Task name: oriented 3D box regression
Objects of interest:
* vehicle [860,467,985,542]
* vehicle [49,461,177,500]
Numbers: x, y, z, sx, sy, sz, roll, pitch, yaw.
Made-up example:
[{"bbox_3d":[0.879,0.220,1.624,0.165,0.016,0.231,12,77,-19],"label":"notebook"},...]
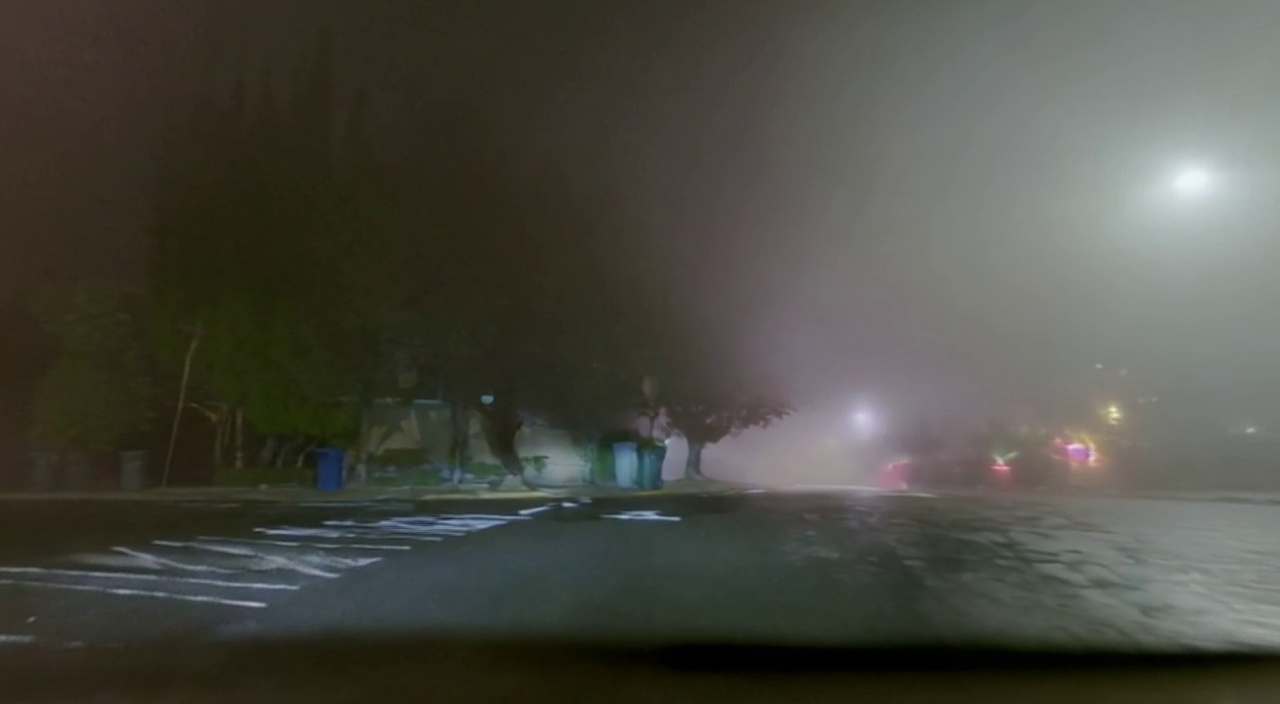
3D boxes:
[{"bbox_3d":[7.263,3.905,16.729,1.860,1.477,4.629,-2,-8,10],"label":"vehicle"},{"bbox_3d":[-25.652,6.357,30.927,2.019,1.697,4.310,-1,-13,11],"label":"vehicle"}]
